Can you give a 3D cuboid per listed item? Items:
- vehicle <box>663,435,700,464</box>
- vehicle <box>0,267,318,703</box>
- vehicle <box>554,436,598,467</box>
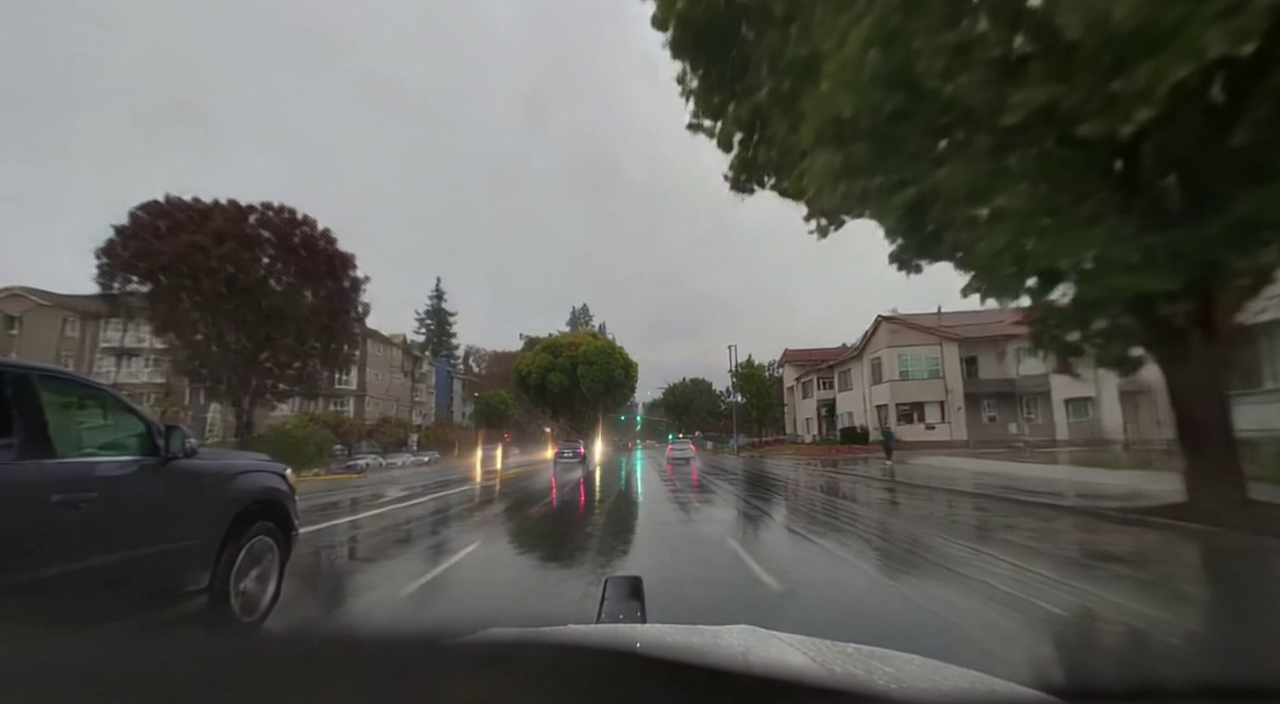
[{"bbox_3d":[2.631,6.329,41.182,2.018,1.719,4.369,0,-8,-1],"label":"vehicle"},{"bbox_3d":[-3.576,0.635,2.107,2.225,1.984,5.168,0,-8,1],"label":"vehicle"},{"bbox_3d":[-3.650,5.761,36.780,2.083,1.685,4.069,0,-8,1],"label":"vehicle"}]
